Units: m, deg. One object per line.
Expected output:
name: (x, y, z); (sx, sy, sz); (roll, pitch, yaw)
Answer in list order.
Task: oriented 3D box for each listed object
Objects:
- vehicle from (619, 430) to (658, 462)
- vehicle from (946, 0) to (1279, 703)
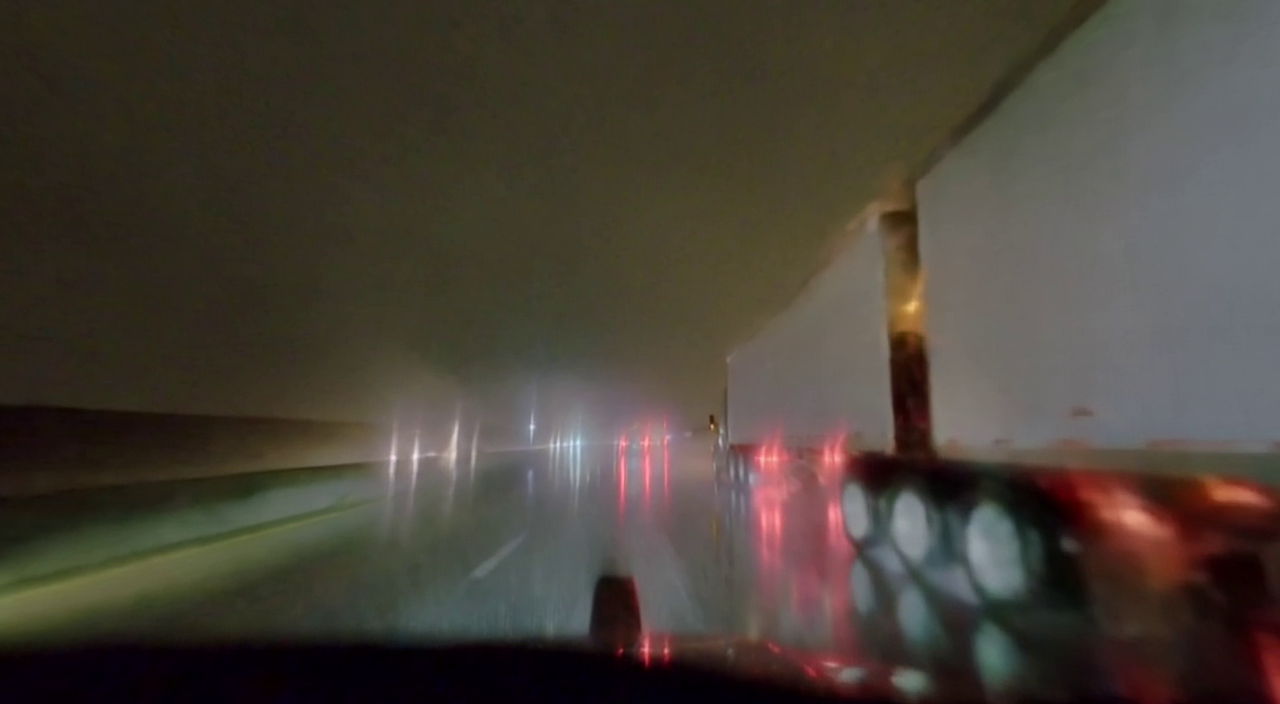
vehicle: (-0.151, 6.312, 42.445); (2.456, 2.007, 4.728); (0, -8, -2)
vehicle: (3.918, -0.572, 0.375); (2.967, 3.961, 8.660); (0, -8, 0)
